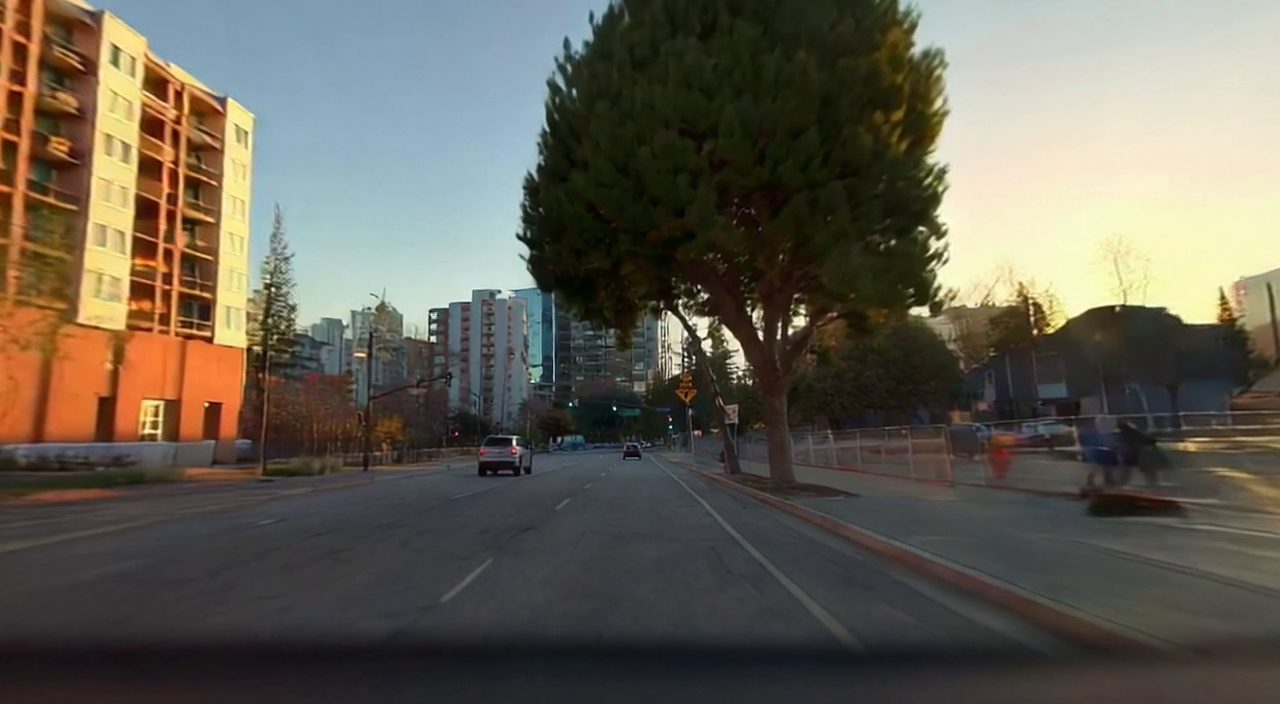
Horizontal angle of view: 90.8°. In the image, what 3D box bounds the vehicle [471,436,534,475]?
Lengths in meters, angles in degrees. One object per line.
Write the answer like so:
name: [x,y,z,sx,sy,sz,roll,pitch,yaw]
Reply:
vehicle: [-6.545,4.986,30.537,2.076,1.724,4.188,0,-9,0]
